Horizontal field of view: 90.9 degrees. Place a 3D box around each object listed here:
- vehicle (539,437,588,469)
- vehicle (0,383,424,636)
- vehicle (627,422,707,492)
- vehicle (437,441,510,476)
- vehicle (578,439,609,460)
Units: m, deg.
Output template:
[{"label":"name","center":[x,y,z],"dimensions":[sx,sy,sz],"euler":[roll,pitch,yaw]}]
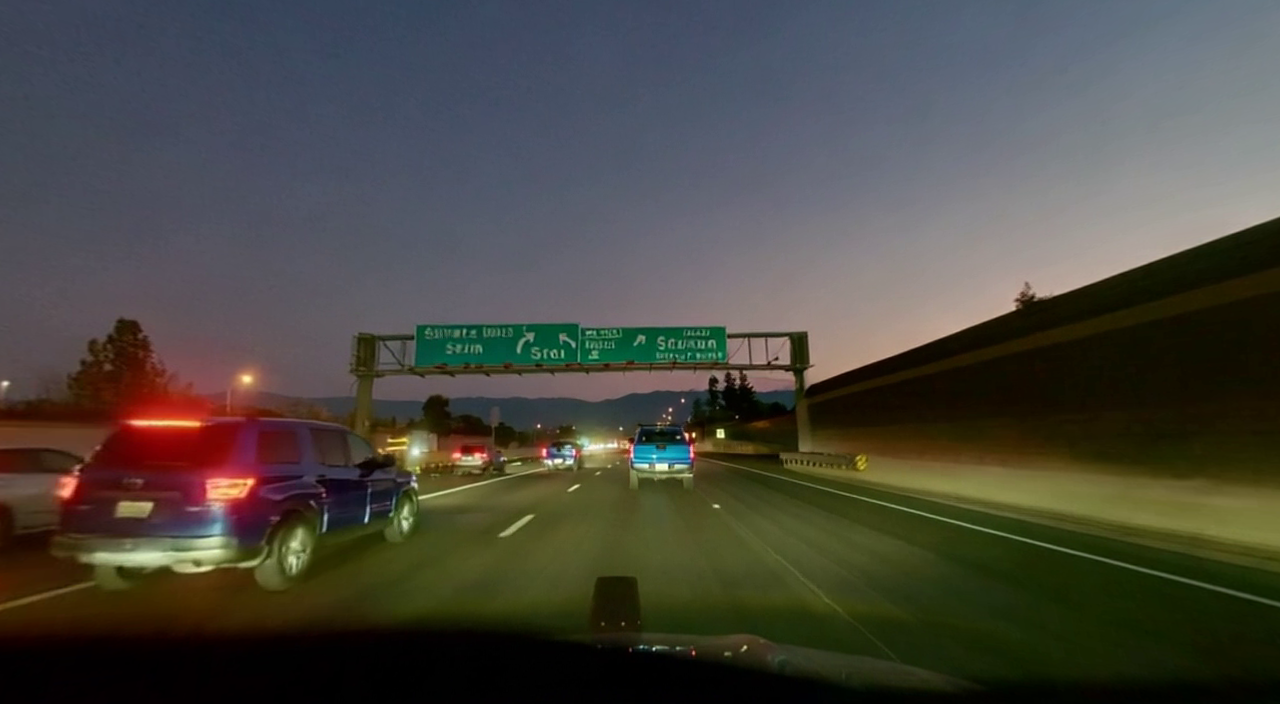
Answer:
[{"label":"vehicle","center":[-4.064,5.475,34.220],"dimensions":[1.961,1.591,4.756],"euler":[-1,-8,2]},{"label":"vehicle","center":[-4.357,1.503,7.148],"dimensions":[1.954,1.792,5.187],"euler":[0,-8,0]},{"label":"vehicle","center":[0.667,3.090,18.792],"dimensions":[2.083,1.792,4.782],"euler":[0,-8,-1]},{"label":"vehicle","center":[-7.642,4.921,29.480],"dimensions":[2.081,1.463,4.749],"euler":[0,-8,1]},{"label":"vehicle","center":[-3.602,7.709,49.946],"dimensions":[2.061,1.584,4.290],"euler":[0,-8,1]}]
